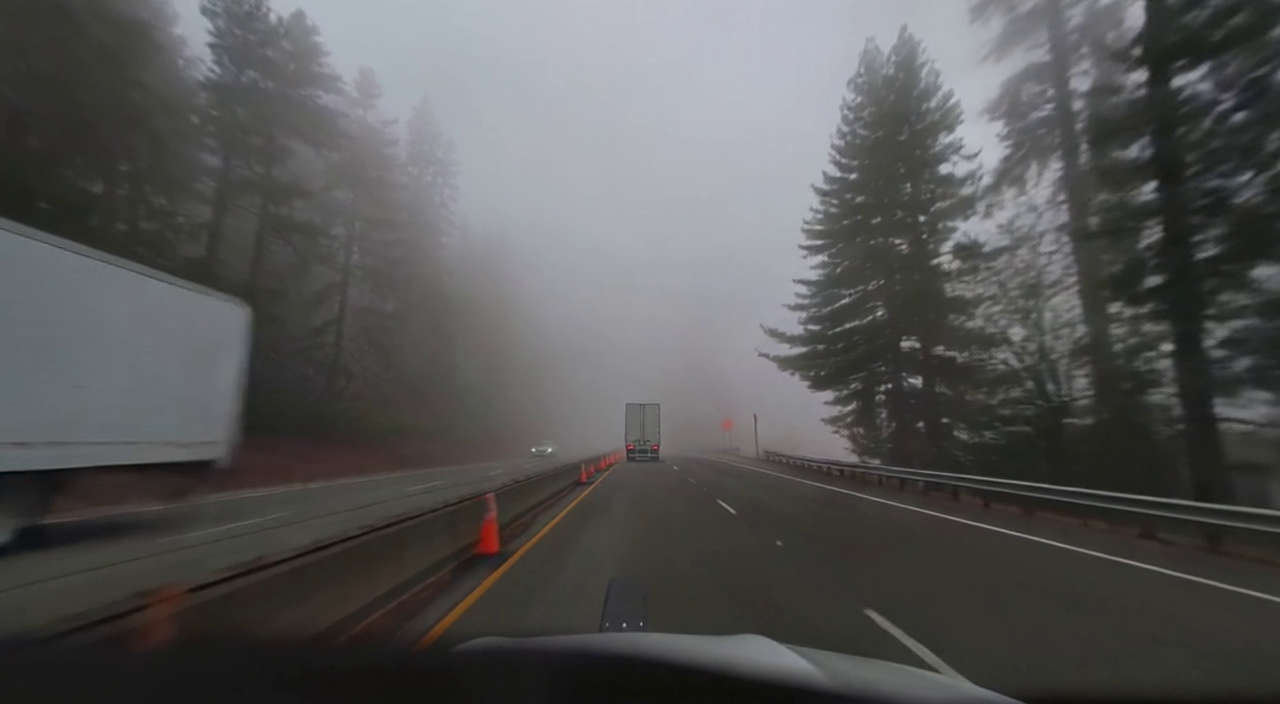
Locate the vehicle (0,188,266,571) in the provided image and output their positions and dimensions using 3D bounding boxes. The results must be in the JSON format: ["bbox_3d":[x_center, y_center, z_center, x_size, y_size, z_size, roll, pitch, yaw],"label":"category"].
[{"bbox_3d":[-8.452,-0.212,3.410,2.878,4.192,16.791,0,-8,-1],"label":"vehicle"}]

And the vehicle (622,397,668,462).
[{"bbox_3d":[0.205,5.724,45.738,2.935,4.068,11.036,0,-8,-1],"label":"vehicle"}]
